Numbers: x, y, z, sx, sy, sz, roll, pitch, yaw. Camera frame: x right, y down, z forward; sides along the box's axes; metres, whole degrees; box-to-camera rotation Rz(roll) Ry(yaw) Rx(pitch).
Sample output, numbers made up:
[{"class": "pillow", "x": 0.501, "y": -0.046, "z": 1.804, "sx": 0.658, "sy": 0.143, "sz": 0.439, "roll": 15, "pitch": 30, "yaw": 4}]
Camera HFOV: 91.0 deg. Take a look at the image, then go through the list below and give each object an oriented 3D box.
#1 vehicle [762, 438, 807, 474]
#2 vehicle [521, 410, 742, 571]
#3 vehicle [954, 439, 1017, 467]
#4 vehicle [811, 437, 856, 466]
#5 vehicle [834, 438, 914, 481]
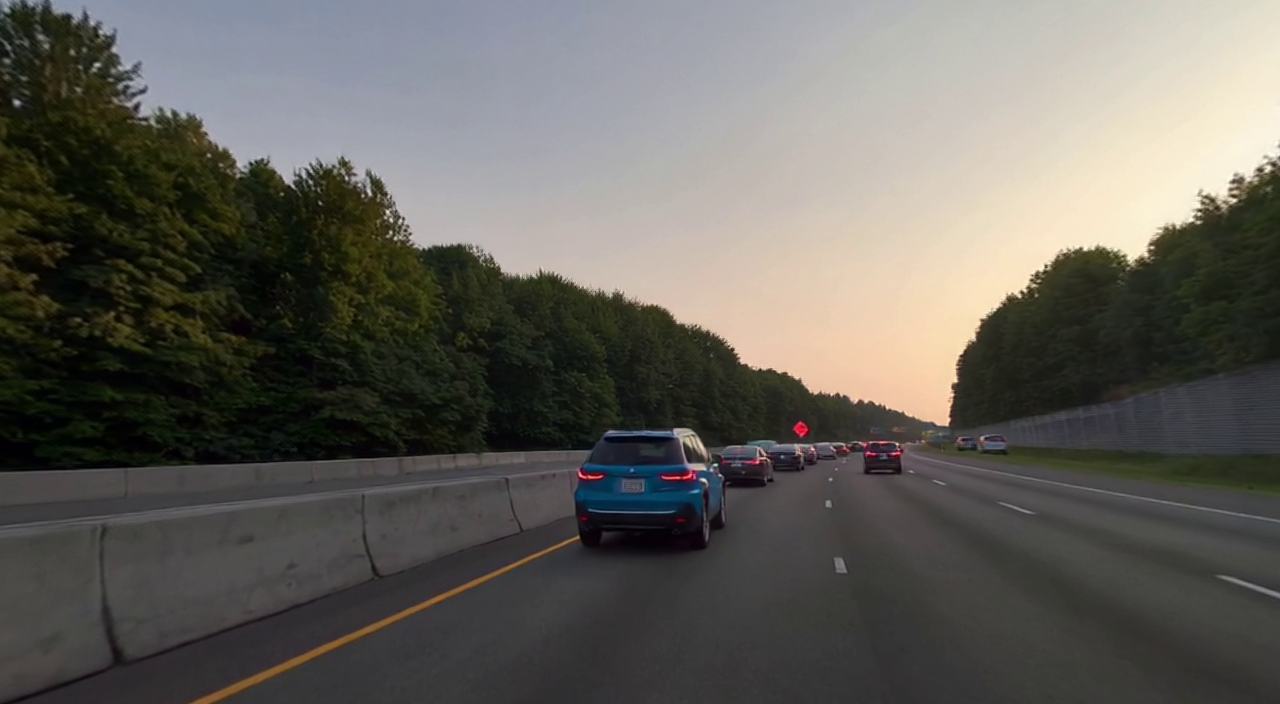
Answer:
[{"class": "vehicle", "x": 6.339, "y": 4.545, "z": 27.685, "sx": 1.755, "sy": 1.457, "sz": 3.686, "roll": -2, "pitch": -8, "yaw": 13}, {"class": "vehicle", "x": 0.182, "y": 1.740, "z": 8.741, "sx": 2.021, "sy": 1.635, "sz": 4.085, "roll": -2, "pitch": -8, "yaw": 14}, {"class": "vehicle", "x": 19.757, "y": 5.741, "z": 36.157, "sx": 1.990, "sy": 1.478, "sz": 4.475, "roll": -2, "pitch": -8, "yaw": 14}, {"class": "vehicle", "x": 11.317, "y": 5.825, "z": 37.097, "sx": 1.857, "sy": 1.584, "sz": 3.976, "roll": -1, "pitch": -8, "yaw": 7}, {"class": "vehicle", "x": 8.594, "y": 3.953, "z": 23.501, "sx": 1.962, "sy": 1.442, "sz": 4.536, "roll": -1, "pitch": -8, "yaw": 10}]
